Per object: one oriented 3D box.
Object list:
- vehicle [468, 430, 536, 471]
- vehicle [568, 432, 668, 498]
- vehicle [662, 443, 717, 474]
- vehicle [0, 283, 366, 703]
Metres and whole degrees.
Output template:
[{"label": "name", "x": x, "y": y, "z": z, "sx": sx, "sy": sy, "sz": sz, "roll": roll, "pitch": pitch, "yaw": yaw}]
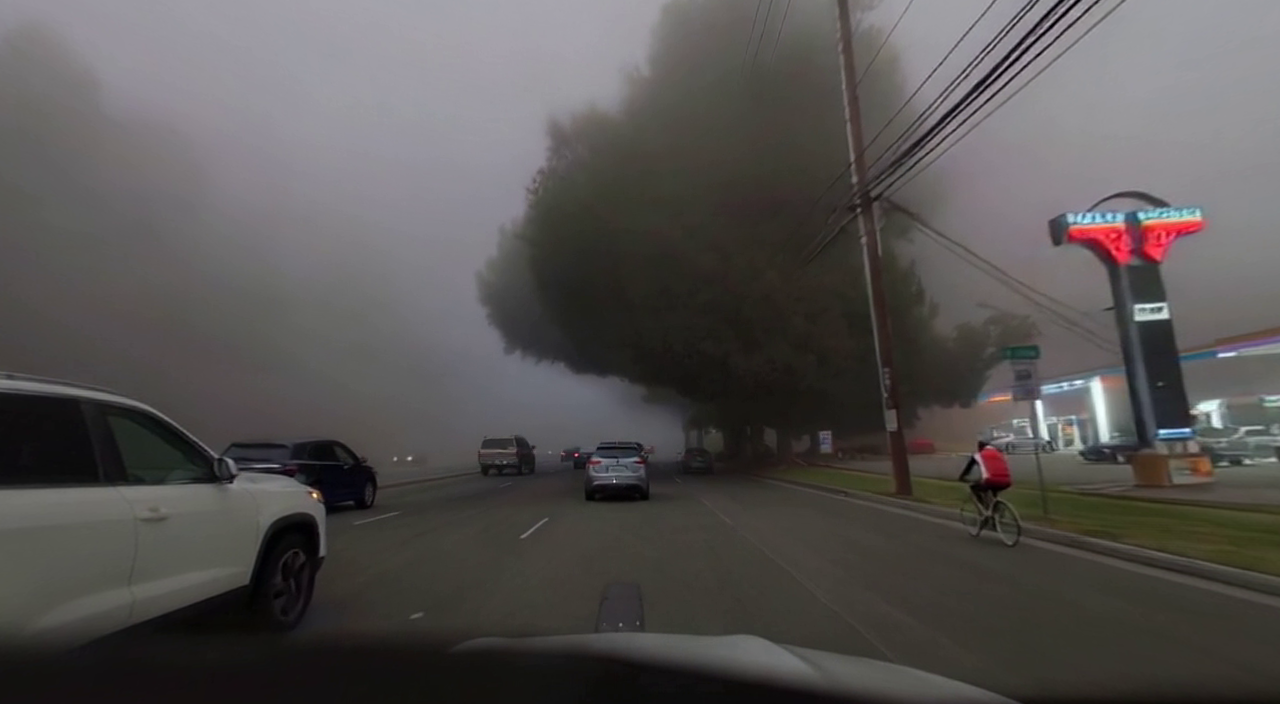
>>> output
[{"label": "vehicle", "x": -7.042, "y": 5.115, "z": 32.874, "sx": 2.385, "sy": 1.918, "sz": 5.056, "roll": 0, "pitch": -8, "yaw": 0}, {"label": "vehicle", "x": -0.497, "y": 2.797, "z": 16.004, "sx": 2.189, "sy": 1.437, "sz": 4.135, "roll": 0, "pitch": -8, "yaw": 0}, {"label": "vehicle", "x": 2.219, "y": 4.943, "z": 29.521, "sx": 2.065, "sy": 1.302, "sz": 4.416, "roll": 0, "pitch": -8, "yaw": -2}, {"label": "vehicle", "x": -3.097, "y": 0.673, "z": 2.586, "sx": 1.922, "sy": 1.642, "sz": 4.547, "roll": 0, "pitch": -8, "yaw": -1}]
